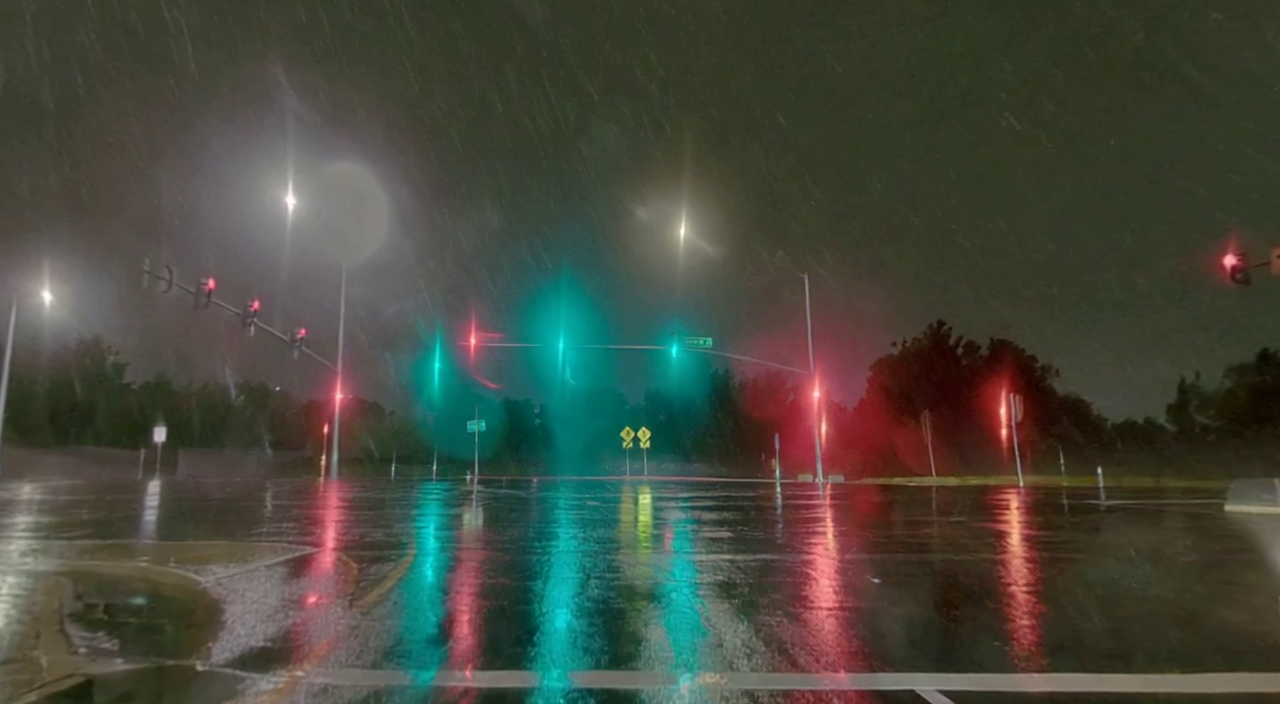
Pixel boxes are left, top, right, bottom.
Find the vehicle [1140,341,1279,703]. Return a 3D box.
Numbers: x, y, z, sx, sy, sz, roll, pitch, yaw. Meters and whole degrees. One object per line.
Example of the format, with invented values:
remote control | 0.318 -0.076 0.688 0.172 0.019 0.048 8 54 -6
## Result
vehicle | 3.059 0.554 0.492 1.938 1.648 4.211 0 -8 2
